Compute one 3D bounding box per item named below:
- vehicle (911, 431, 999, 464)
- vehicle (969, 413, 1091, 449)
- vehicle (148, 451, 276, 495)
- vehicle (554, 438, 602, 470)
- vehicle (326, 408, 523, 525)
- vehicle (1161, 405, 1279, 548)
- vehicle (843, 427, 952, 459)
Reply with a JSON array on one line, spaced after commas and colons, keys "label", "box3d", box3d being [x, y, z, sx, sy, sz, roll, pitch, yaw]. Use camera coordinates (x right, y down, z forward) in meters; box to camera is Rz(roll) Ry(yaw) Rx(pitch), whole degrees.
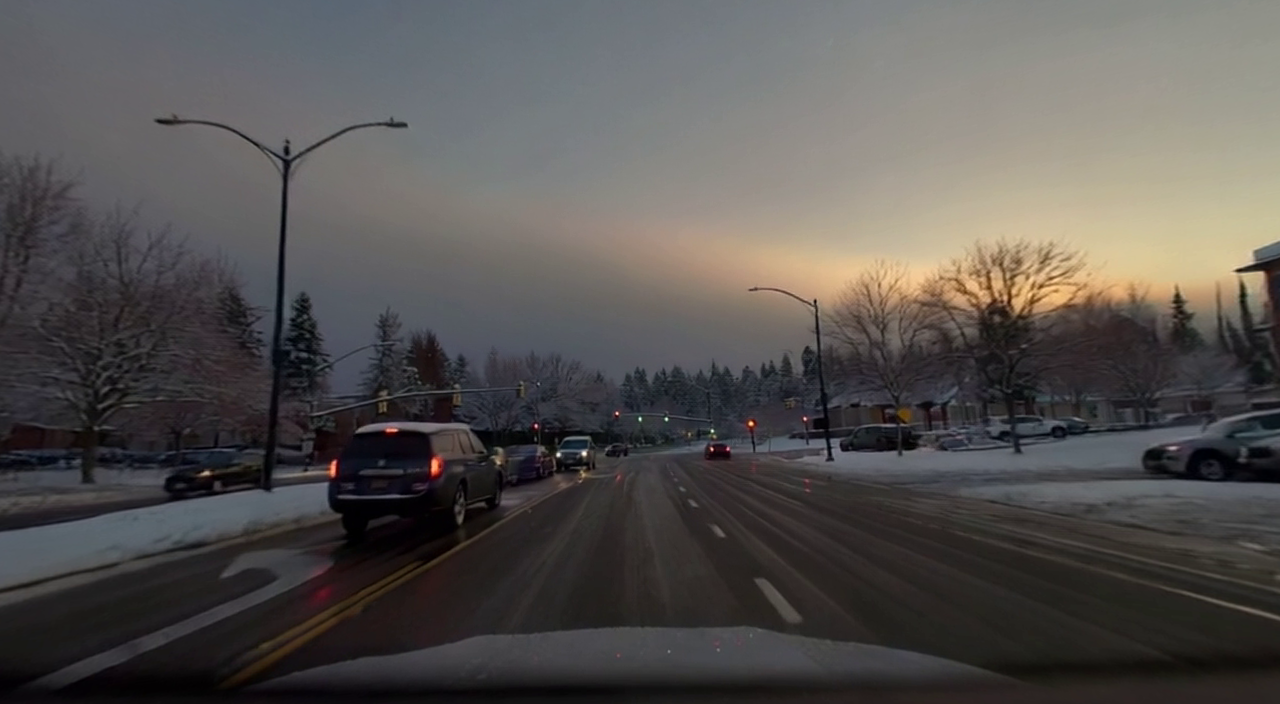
[{"label": "vehicle", "box3d": [14.753, 4.503, 29.929, 1.865, 1.425, 4.439, 0, -8, 0]}, {"label": "vehicle", "box3d": [23.134, 4.739, 37.672, 5.656, 1.985, 2.187, -1, -9, 3]}, {"label": "vehicle", "box3d": [-15.979, 4.509, 23.895, 1.835, 1.448, 4.208, 0, -9, 0]}, {"label": "vehicle", "box3d": [-3.482, 5.822, 36.152, 2.180, 1.699, 4.485, 0, -8, 1]}, {"label": "vehicle", "box3d": [-3.970, 2.230, 12.786, 2.220, 1.888, 4.904, 0, -8, 0]}, {"label": "vehicle", "box3d": [10.002, 1.570, 8.164, 4.399, 1.722, 2.202, -3, -9, 18]}, {"label": "vehicle", "box3d": [15.601, 5.558, 38.514, 5.618, 1.857, 2.296, 0, -9, -2]}]
